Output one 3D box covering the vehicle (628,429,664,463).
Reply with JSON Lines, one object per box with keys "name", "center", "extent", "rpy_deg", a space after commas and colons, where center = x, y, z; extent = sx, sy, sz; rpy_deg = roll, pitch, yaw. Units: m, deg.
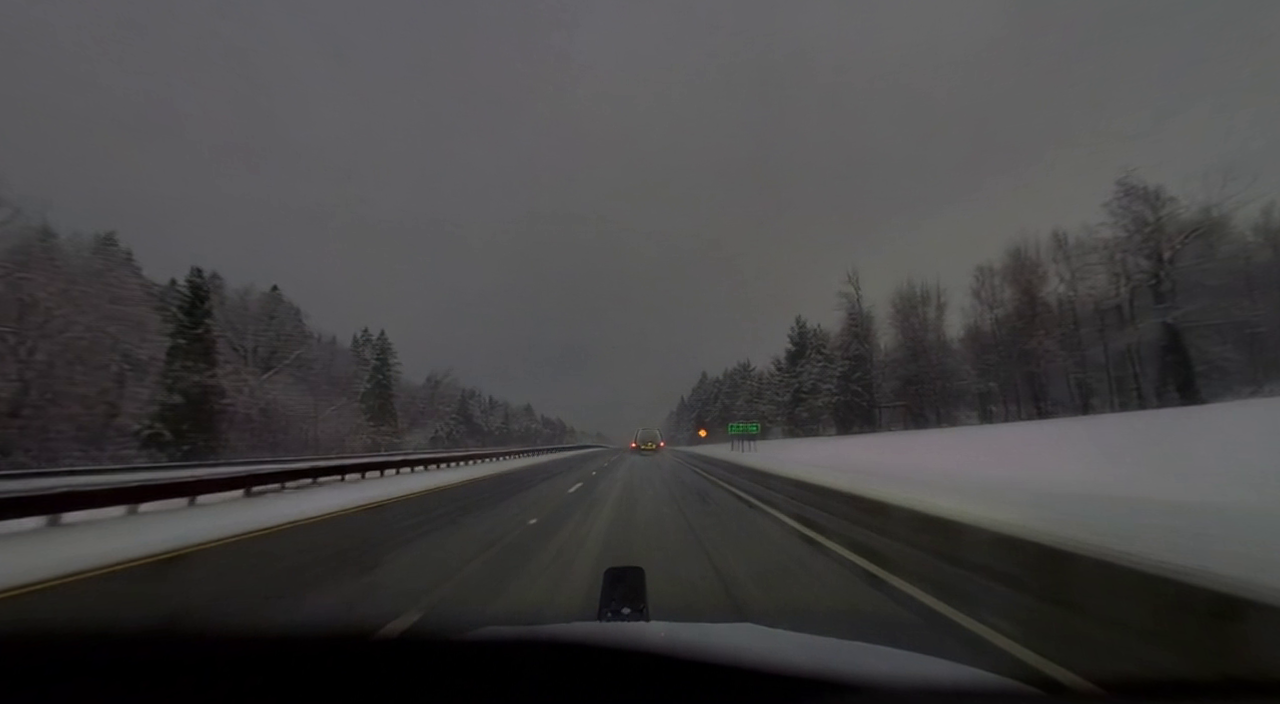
{"name": "vehicle", "center": [0.402, 6.290, 42.233], "extent": [2.277, 2.109, 4.922], "rpy_deg": [0, -8, 0]}
